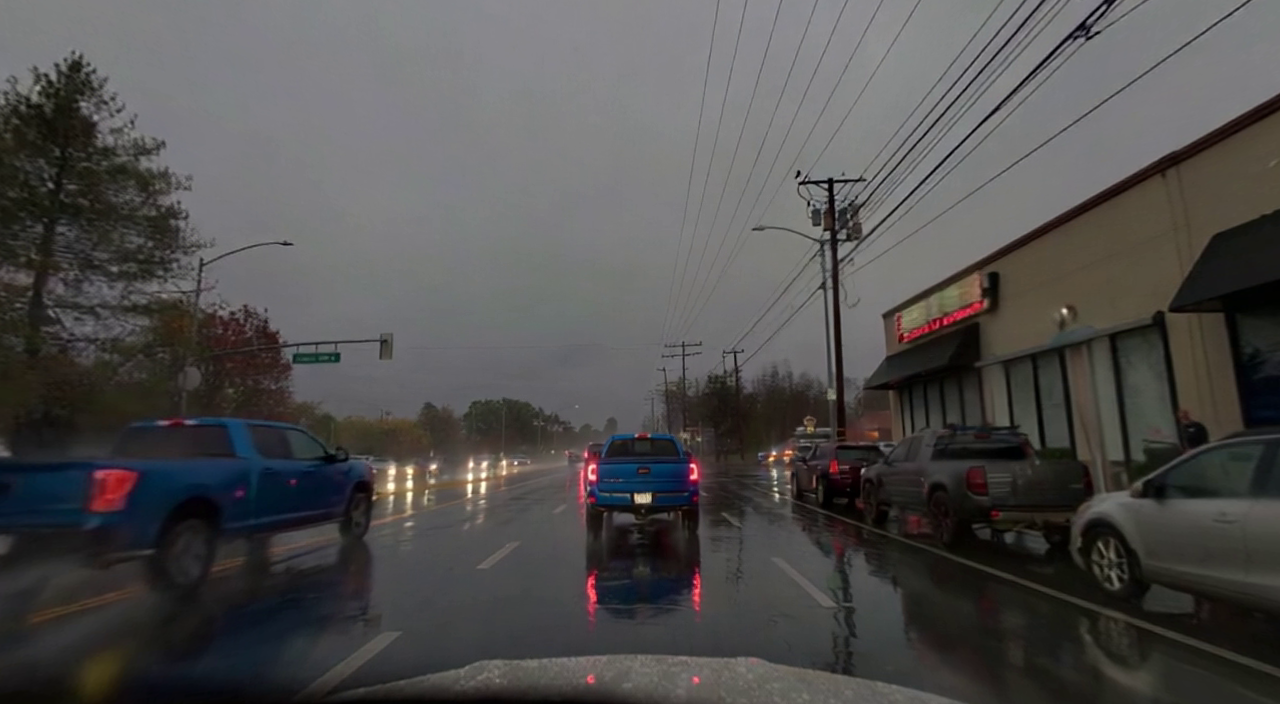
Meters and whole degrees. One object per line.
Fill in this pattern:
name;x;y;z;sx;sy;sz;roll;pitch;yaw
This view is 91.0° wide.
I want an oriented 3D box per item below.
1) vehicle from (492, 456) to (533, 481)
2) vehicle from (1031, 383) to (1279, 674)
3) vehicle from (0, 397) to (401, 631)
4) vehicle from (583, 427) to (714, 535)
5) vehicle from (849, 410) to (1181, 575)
vehicle;-9.048;8.288;45.079;1.968;1.654;4.292;0;-9;1
vehicle;4.906;1.089;3.892;2.014;1.755;4.520;0;-9;0
vehicle;-5.168;1.622;7.495;2.140;1.768;5.092;-1;-9;7
vehicle;0.153;2.421;12.453;2.089;1.699;4.650;0;-9;0
vehicle;4.933;1.911;9.408;2.007;1.786;4.870;0;-9;1
